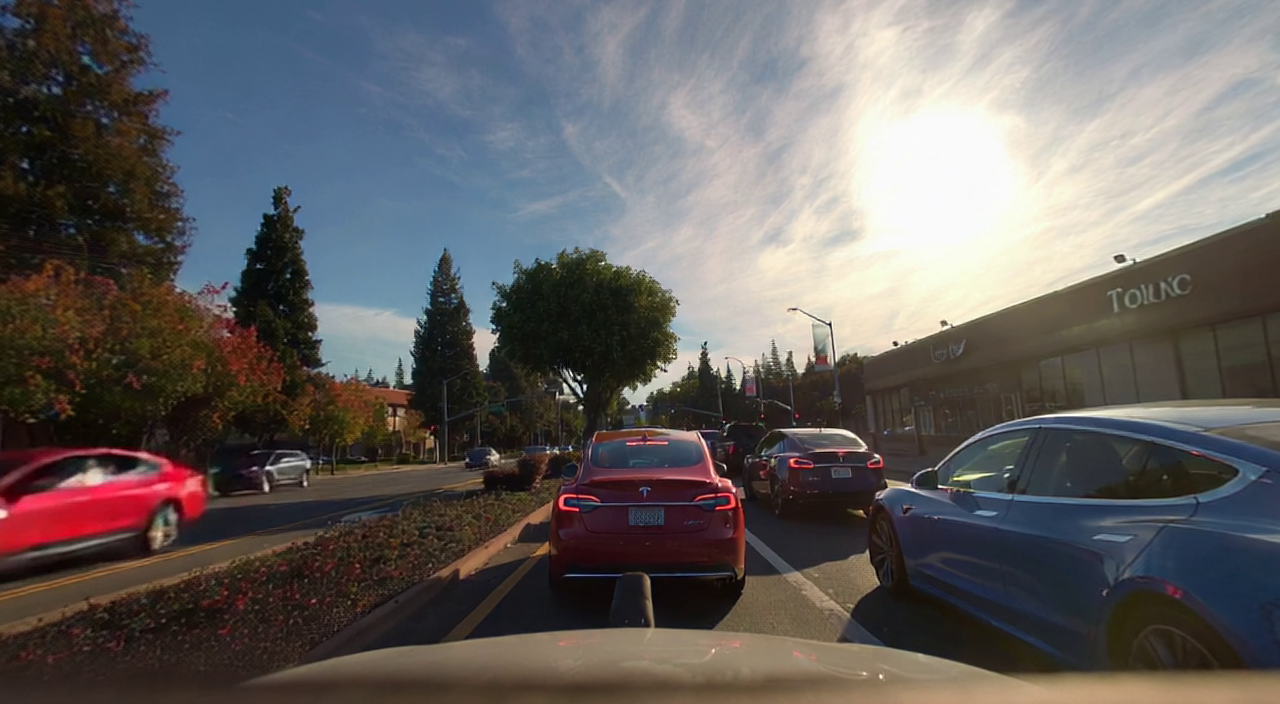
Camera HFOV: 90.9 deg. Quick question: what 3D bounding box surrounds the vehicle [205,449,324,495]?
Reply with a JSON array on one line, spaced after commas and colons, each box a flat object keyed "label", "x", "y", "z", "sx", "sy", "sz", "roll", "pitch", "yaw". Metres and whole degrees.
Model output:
[{"label": "vehicle", "x": -15.012, "y": 4.779, "z": 25.570, "sx": 2.005, "sy": 1.630, "sz": 4.556, "roll": 0, "pitch": -8, "yaw": 0}]

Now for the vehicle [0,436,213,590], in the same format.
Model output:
[{"label": "vehicle", "x": -7.969, "y": 1.923, "z": 8.018, "sx": 1.999, "sy": 1.662, "sz": 4.291, "roll": 0, "pitch": -8, "yaw": 1}]

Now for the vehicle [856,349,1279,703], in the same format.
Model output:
[{"label": "vehicle", "x": 3.187, "y": 1.095, "z": 4.001, "sx": 2.038, "sy": 1.651, "sz": 4.455, "roll": 0, "pitch": -8, "yaw": 0}]

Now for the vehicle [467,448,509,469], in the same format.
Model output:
[{"label": "vehicle", "x": -11.263, "y": 7.896, "z": 46.920, "sx": 1.892, "sy": 1.479, "sz": 4.355, "roll": -1, "pitch": -8, "yaw": 3}]

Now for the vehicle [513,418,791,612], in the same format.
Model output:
[{"label": "vehicle", "x": 0.105, "y": 1.556, "z": 6.912, "sx": 2.137, "sy": 1.488, "sz": 3.938, "roll": 0, "pitch": -8, "yaw": 0}]
